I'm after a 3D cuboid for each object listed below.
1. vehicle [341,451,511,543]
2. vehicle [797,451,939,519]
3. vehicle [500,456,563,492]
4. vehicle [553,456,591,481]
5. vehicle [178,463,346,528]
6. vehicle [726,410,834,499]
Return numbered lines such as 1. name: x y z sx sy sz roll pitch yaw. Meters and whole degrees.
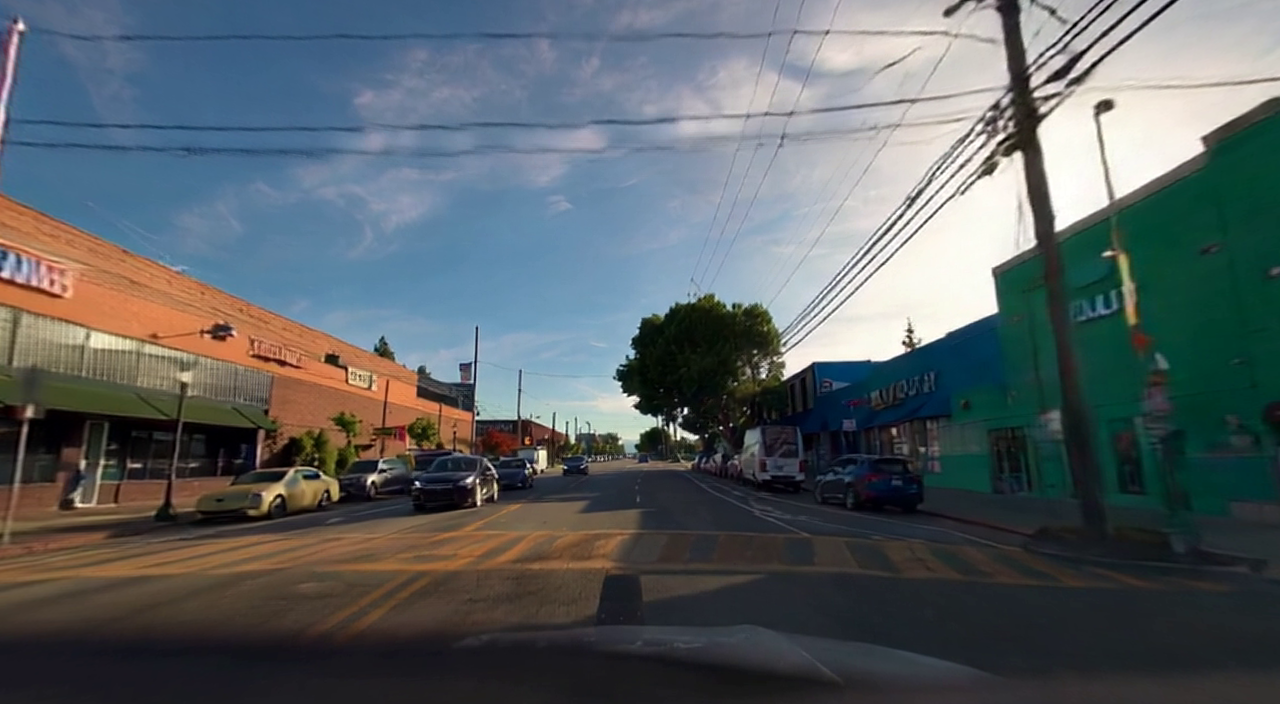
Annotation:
1. vehicle: -4.069 2.800 12.880 2.050 1.505 4.219 0 -9 -1
2. vehicle: 6.278 3.663 18.041 1.963 1.646 4.204 1 -9 -9
3. vehicle: -4.979 5.658 29.631 1.845 1.469 4.413 -1 -9 5
4. vehicle: -4.417 7.592 41.542 1.925 1.479 4.444 0 -9 1
5. vehicle: -10.226 3.878 17.578 1.978 1.452 4.263 0 -9 1
6. vehicle: 5.600 4.304 26.814 2.815 3.203 7.558 0 -9 0
